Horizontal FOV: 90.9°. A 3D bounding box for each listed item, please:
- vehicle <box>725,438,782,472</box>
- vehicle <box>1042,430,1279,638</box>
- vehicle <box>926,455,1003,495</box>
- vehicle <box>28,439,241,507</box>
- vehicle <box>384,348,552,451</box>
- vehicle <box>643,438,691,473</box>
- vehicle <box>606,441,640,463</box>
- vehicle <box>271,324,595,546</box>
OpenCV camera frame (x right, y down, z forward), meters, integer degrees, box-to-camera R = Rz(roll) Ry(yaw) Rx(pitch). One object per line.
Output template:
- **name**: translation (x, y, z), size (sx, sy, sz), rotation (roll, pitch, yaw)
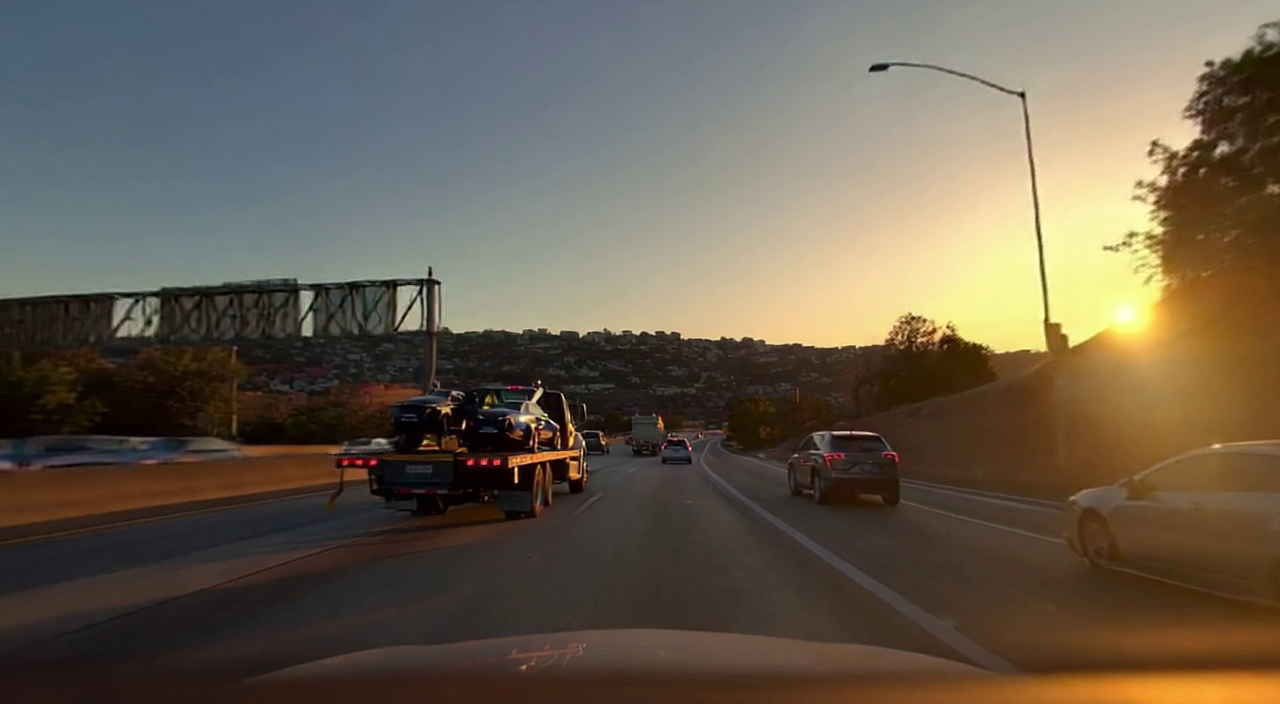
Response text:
- **vehicle**: translation (5.818, 5.356, 32.916), size (2.075, 1.614, 4.682), rotation (0, -8, 0)
- **vehicle**: translation (5.625, 1.367, 4.886), size (2.040, 1.481, 4.260), rotation (1, -8, -3)
- **vehicle**: translation (22.372, 8.430, 43.760), size (2.433, 2.488, 4.939), rotation (1, -8, -4)
- **vehicle**: translation (-12.741, 3.031, 16.351), size (1.949, 1.509, 4.168), rotation (0, -8, 2)
- **vehicle**: translation (-3.111, 1.116, 12.609), size (1.893, 1.674, 4.766), rotation (0, -8, 1)
- **vehicle**: translation (1.266, 4.816, 29.491), size (2.079, 1.499, 3.915), rotation (0, -8, 2)
- **vehicle**: translation (-1.169, 7.047, 44.632), size (2.016, 1.450, 4.310), rotation (0, -8, 4)
- **vehicle**: translation (-3.113, 1.826, 13.589), size (3.162, 2.955, 10.282), rotation (0, -8, 2)
